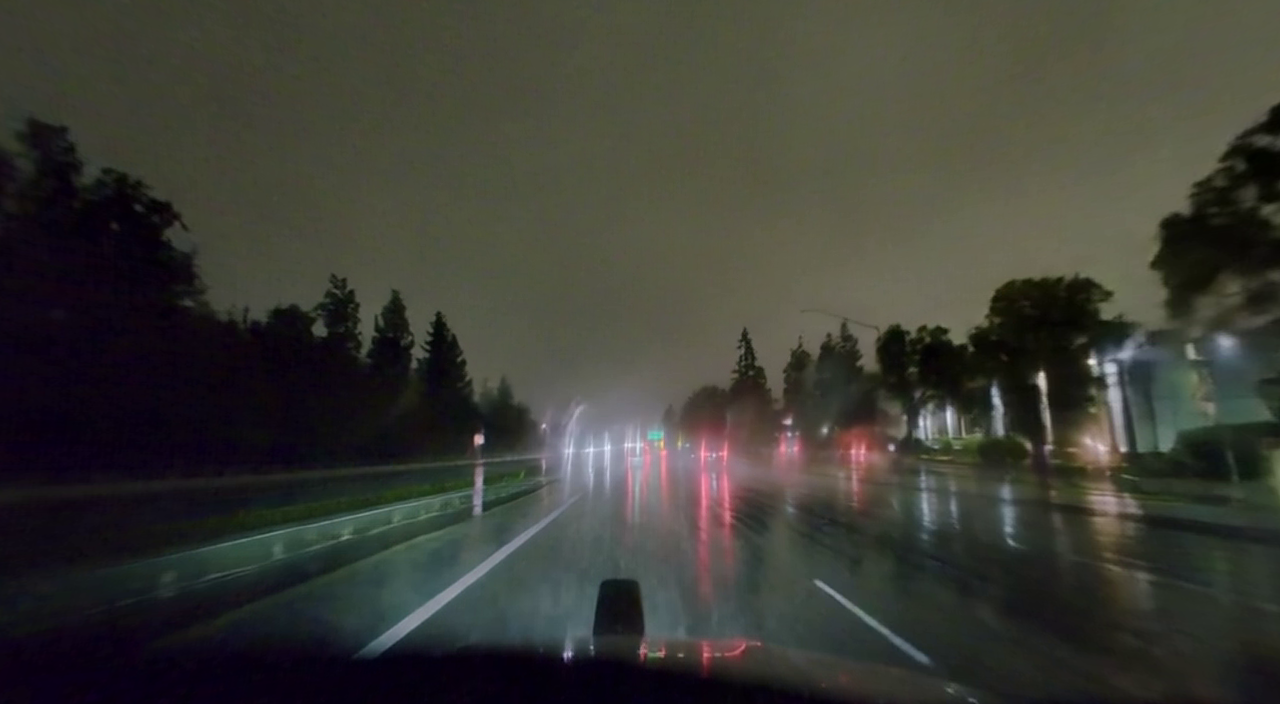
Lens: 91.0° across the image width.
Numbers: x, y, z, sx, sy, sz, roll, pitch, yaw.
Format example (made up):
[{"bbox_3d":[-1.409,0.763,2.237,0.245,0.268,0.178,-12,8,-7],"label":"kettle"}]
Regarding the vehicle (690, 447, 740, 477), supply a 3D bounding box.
[{"bbox_3d":[3.955,5.919,34.070,2.115,1.522,4.330,0,-9,-1],"label":"vehicle"}]
